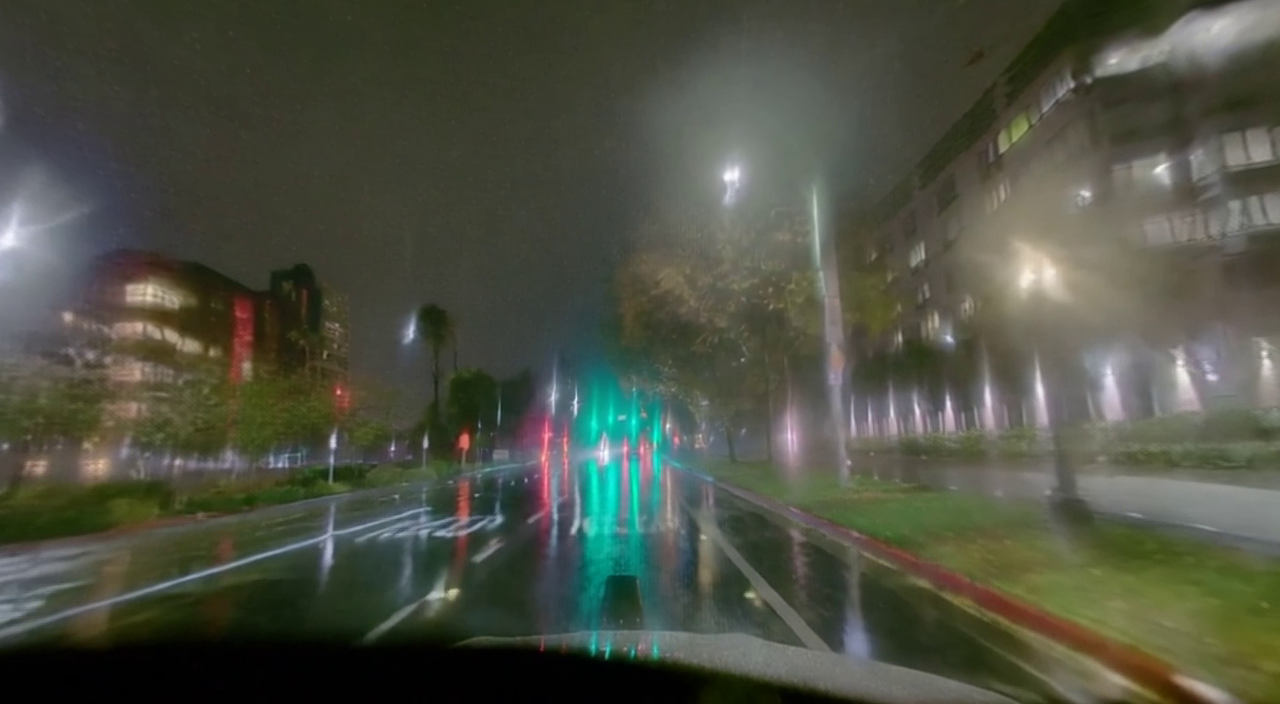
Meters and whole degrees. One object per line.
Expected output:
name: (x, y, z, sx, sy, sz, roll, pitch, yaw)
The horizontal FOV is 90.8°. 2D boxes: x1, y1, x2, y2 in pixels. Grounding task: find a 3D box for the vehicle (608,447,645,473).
vehicle: (-0.833, 6.539, 38.609, 2.131, 1.474, 4.146, 0, -9, -1)
